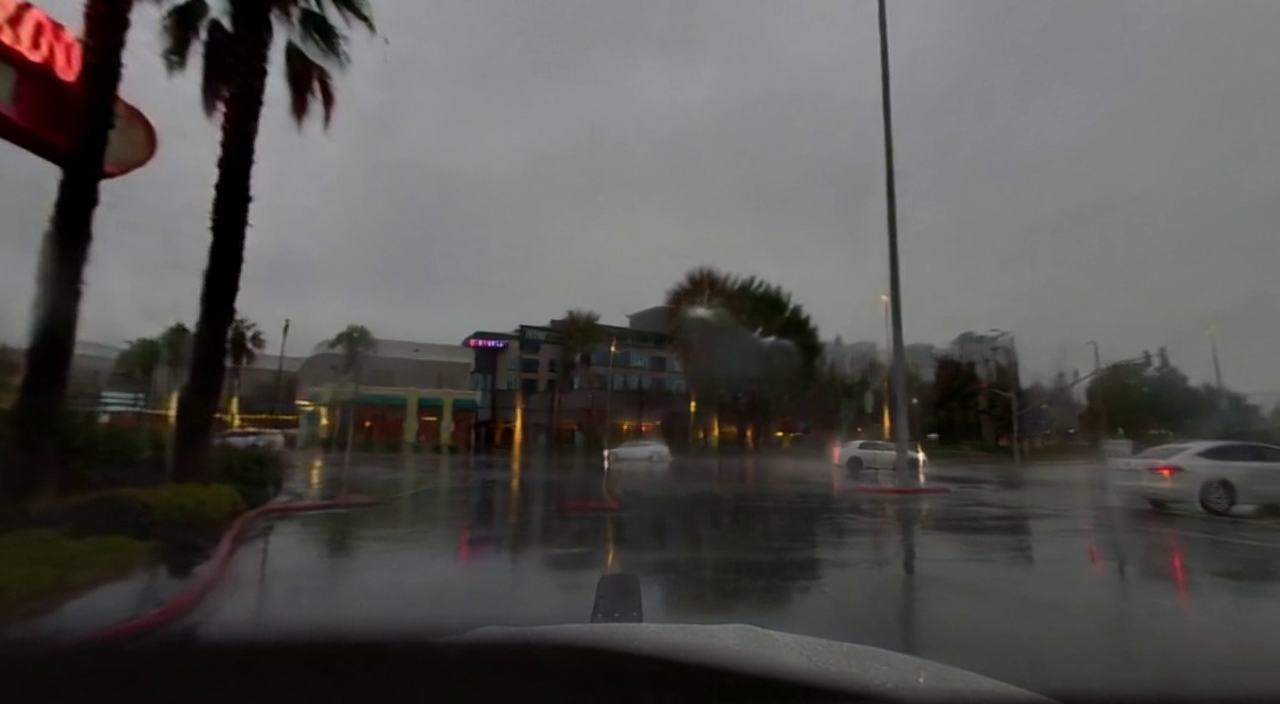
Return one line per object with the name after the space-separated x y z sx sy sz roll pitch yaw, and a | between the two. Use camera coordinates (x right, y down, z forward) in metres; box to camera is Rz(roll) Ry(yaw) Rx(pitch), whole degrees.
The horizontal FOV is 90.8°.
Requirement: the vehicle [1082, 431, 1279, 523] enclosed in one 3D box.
11.932 2.558 13.399 1.870 1.611 3.978 1 -9 -8 | vehicle

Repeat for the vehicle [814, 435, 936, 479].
9.881 4.445 26.775 4.211 1.756 2.158 2 -9 -8 | vehicle
